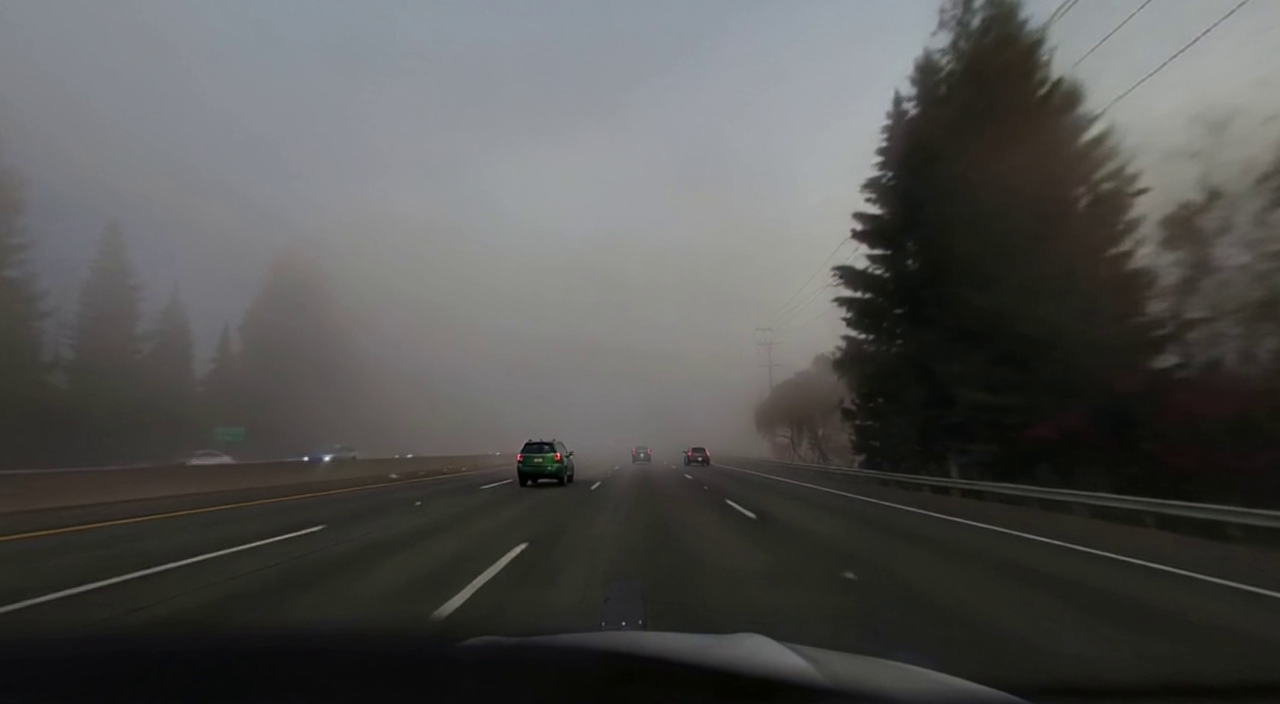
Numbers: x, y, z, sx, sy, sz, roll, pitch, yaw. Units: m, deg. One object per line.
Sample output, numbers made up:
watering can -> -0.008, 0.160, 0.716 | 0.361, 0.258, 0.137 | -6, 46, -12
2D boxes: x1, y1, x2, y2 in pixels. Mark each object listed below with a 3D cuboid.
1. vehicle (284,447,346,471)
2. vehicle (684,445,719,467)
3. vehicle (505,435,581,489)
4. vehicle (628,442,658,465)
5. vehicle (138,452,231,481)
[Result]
vehicle -> -21.907, 7.193, 42.724 | 1.829, 1.515, 4.325 | 0, -8, 0
vehicle -> 4.254, 7.283, 44.380 | 1.964, 1.479, 4.252 | 0, -8, -1
vehicle -> -3.290, 3.810, 22.198 | 1.961, 1.704, 4.052 | 0, -8, 1
vehicle -> 0.247, 7.721, 47.941 | 2.156, 1.647, 3.987 | 0, -8, 0
vehicle -> -25.422, 6.376, 35.433 | 1.903, 1.461, 4.454 | 0, -8, 0
